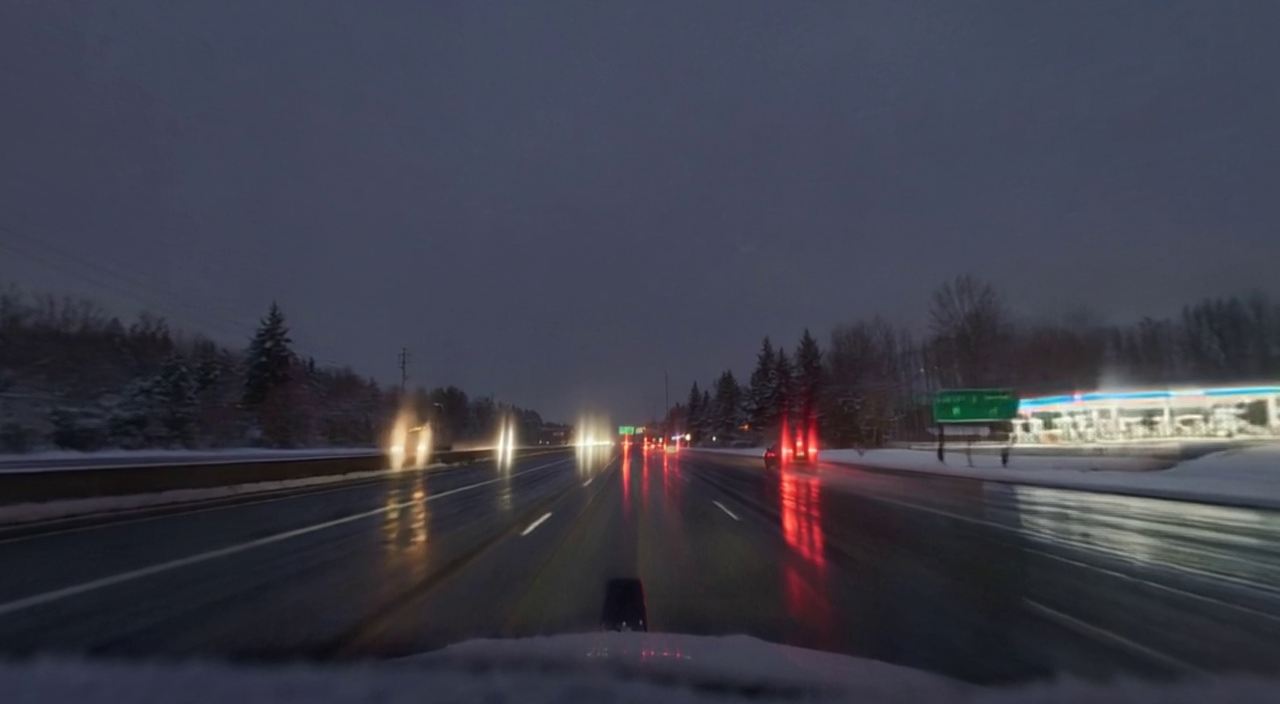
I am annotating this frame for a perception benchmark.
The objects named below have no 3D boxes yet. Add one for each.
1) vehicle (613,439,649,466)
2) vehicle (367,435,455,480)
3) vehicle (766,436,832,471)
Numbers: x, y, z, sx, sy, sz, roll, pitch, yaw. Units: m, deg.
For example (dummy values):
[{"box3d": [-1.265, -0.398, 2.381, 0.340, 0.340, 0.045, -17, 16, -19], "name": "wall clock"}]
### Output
[{"box3d": [-0.549, 5.918, 37.171, 1.999, 1.473, 4.351, 0, -8, -1], "name": "vehicle"}, {"box3d": [-9.858, 4.567, 27.638, 2.005, 1.725, 5.137, 0, -8, -1], "name": "vehicle"}, {"box3d": [7.256, 4.670, 29.162, 1.867, 1.463, 4.295, 0, -8, -1], "name": "vehicle"}]
